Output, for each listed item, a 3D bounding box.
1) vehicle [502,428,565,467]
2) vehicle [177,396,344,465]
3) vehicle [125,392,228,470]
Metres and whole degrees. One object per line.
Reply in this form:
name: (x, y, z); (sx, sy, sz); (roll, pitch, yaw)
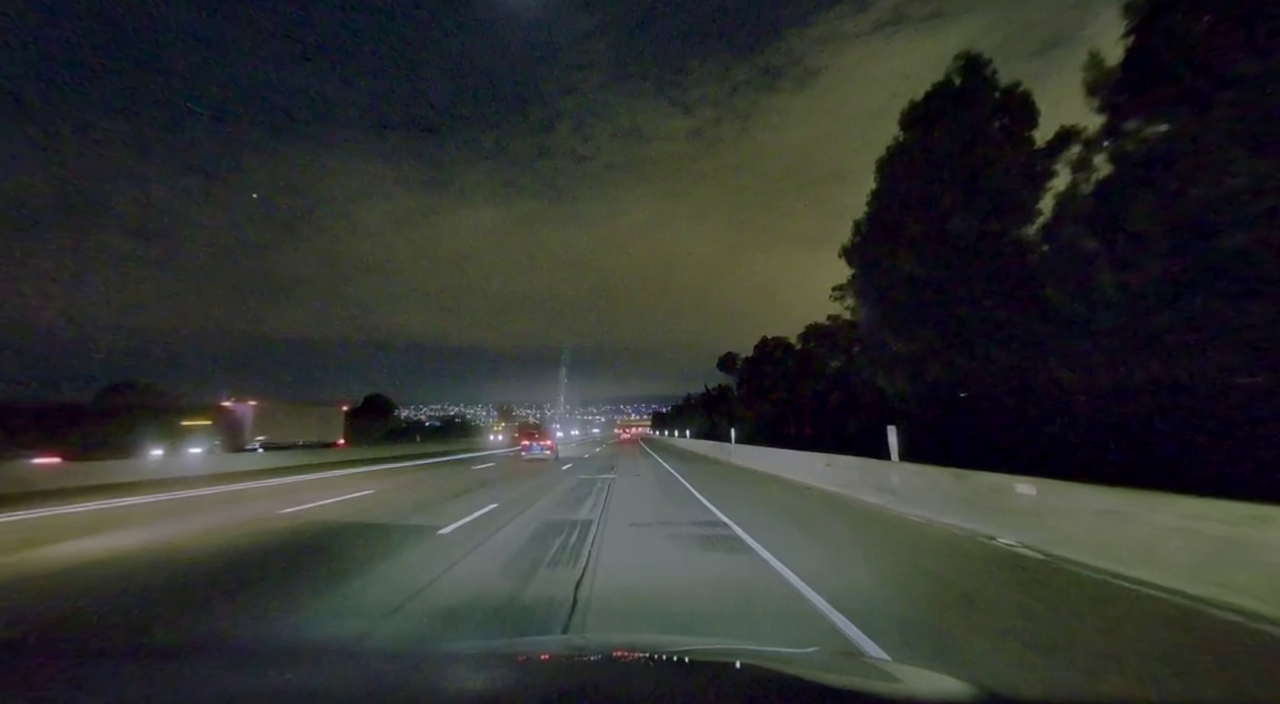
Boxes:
vehicle: (-4.632, 4.217, 27.938); (2.064, 1.571, 4.225); (0, -8, 0)
vehicle: (-25.498, 5.535, 43.794); (2.904, 3.961, 14.167); (0, -8, 0)
vehicle: (-25.411, 4.337, 34.630); (3.003, 4.031, 3.123); (1, -7, -1)
